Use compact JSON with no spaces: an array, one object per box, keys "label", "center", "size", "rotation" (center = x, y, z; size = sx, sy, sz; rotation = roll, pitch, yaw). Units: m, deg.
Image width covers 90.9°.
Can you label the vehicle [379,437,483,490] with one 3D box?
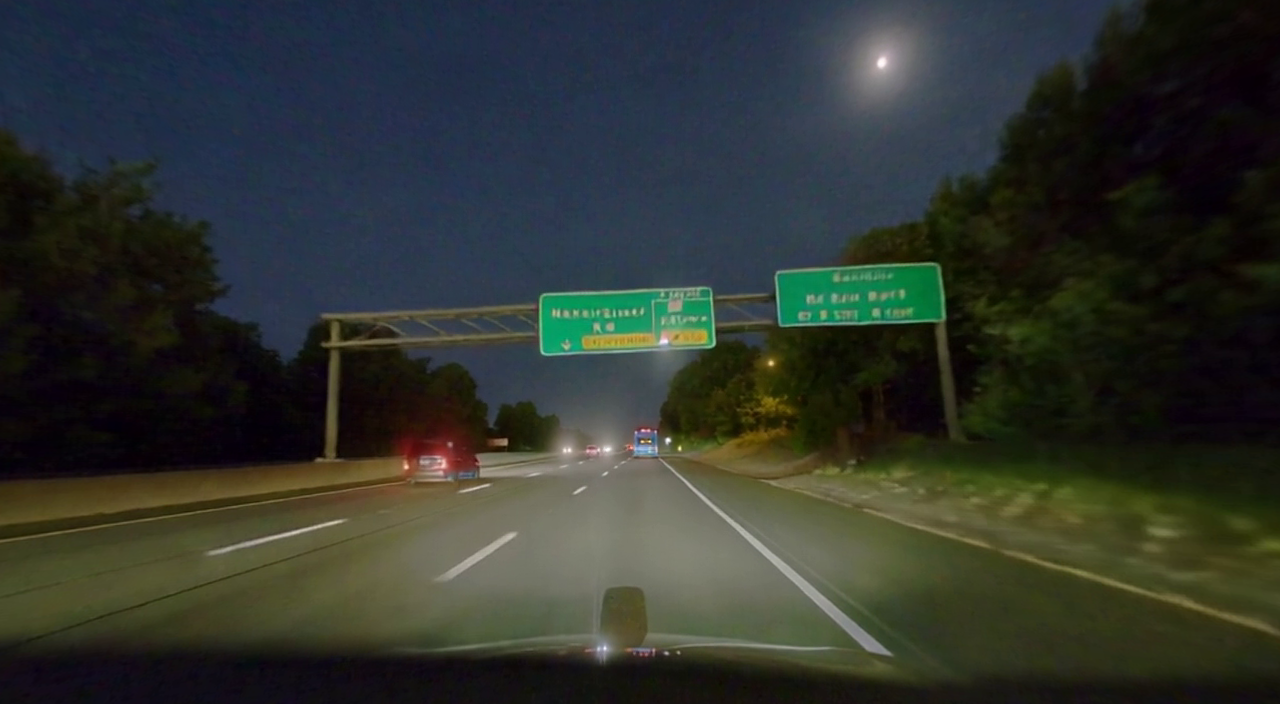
[{"label":"vehicle","center":[-7.339,3.954,22.726],"size":[2.080,1.674,4.660],"rotation":[0,-8,1]}]
